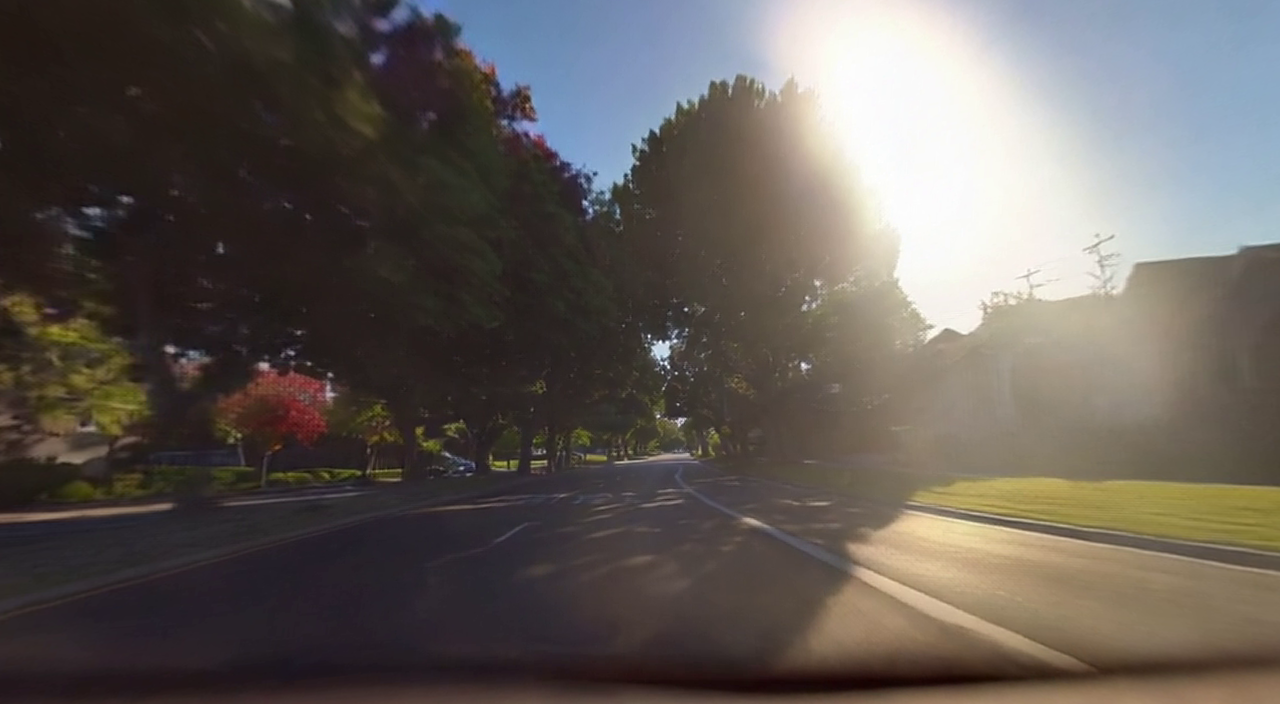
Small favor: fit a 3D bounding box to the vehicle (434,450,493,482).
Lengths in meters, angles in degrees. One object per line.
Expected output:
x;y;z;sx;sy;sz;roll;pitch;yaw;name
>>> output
-10.974;7.102;39.749;2.113;1.788;4.701;-2;-9;4;vehicle
